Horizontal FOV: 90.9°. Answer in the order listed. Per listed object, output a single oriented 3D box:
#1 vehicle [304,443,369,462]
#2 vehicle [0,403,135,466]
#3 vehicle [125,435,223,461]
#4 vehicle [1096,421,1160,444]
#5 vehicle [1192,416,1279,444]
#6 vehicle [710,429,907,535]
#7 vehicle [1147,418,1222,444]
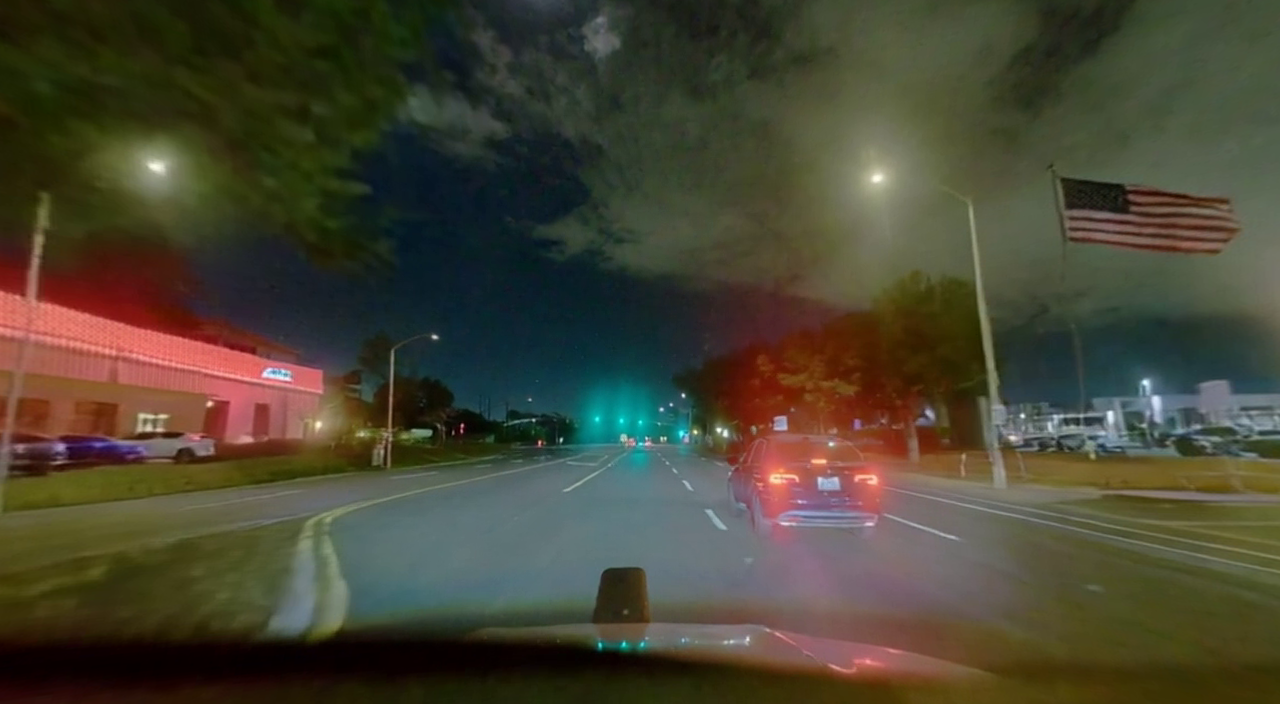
[{"bbox_3d":[-23.166,7.671,48.157,4.077,1.342,1.813,-1,-8,5],"label":"vehicle"},{"bbox_3d":[-35.299,4.671,35.600,10.503,3.405,3.038,0,-8,-2],"label":"vehicle"},{"bbox_3d":[-36.457,7.529,49.442,5.748,1.927,2.252,1,-8,-4],"label":"vehicle"},{"bbox_3d":[33.078,5.515,42.895,1.888,1.467,4.425,-2,-8,16],"label":"vehicle"},{"bbox_3d":[38.312,5.116,40.712,1.983,1.553,5.043,-5,-10,18],"label":"vehicle"},{"bbox_3d":[2.654,2.190,11.312,2.091,1.472,4.697,0,-8,-2],"label":"vehicle"},{"bbox_3d":[35.433,5.203,41.158,1.793,1.488,4.488,-2,-9,14],"label":"vehicle"}]
